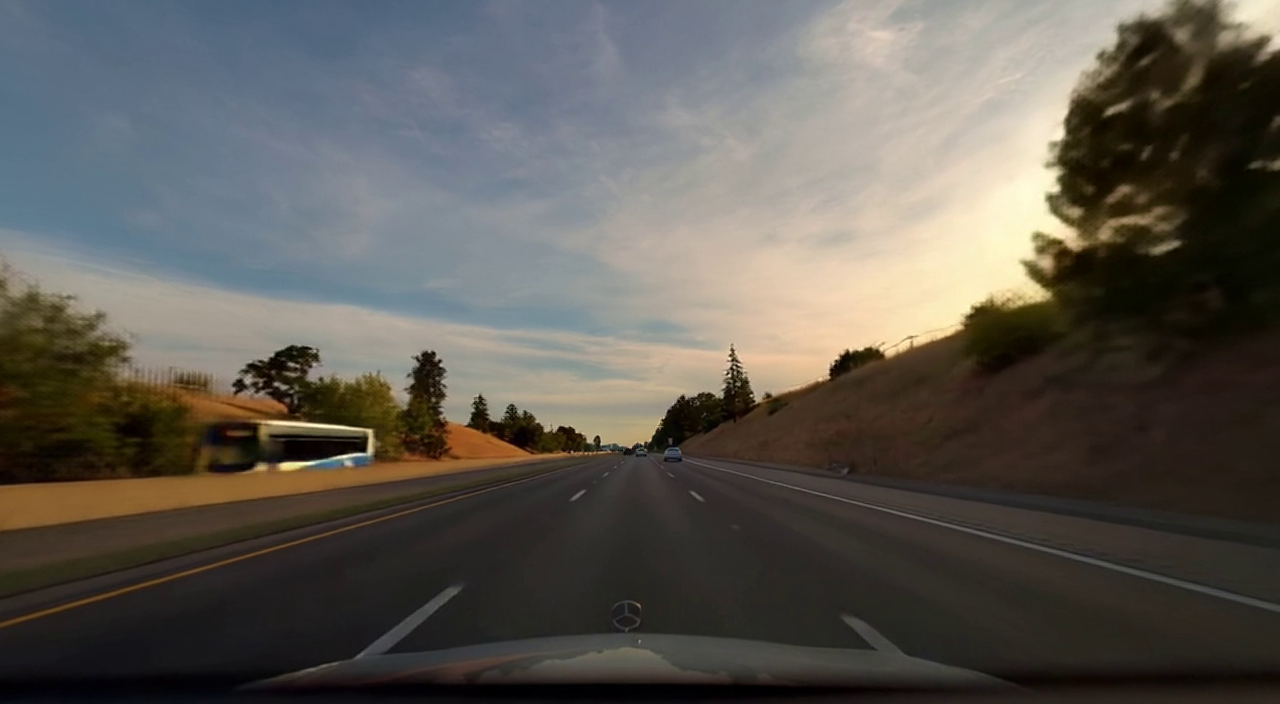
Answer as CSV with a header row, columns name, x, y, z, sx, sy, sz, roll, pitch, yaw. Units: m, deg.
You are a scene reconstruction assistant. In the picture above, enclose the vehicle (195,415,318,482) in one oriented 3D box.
name,x,y,z,sx,sy,sz,roll,pitch,yaw
vehicle,-20.752,5.277,34.610,2.938,3.294,5.899,0,-9,0
